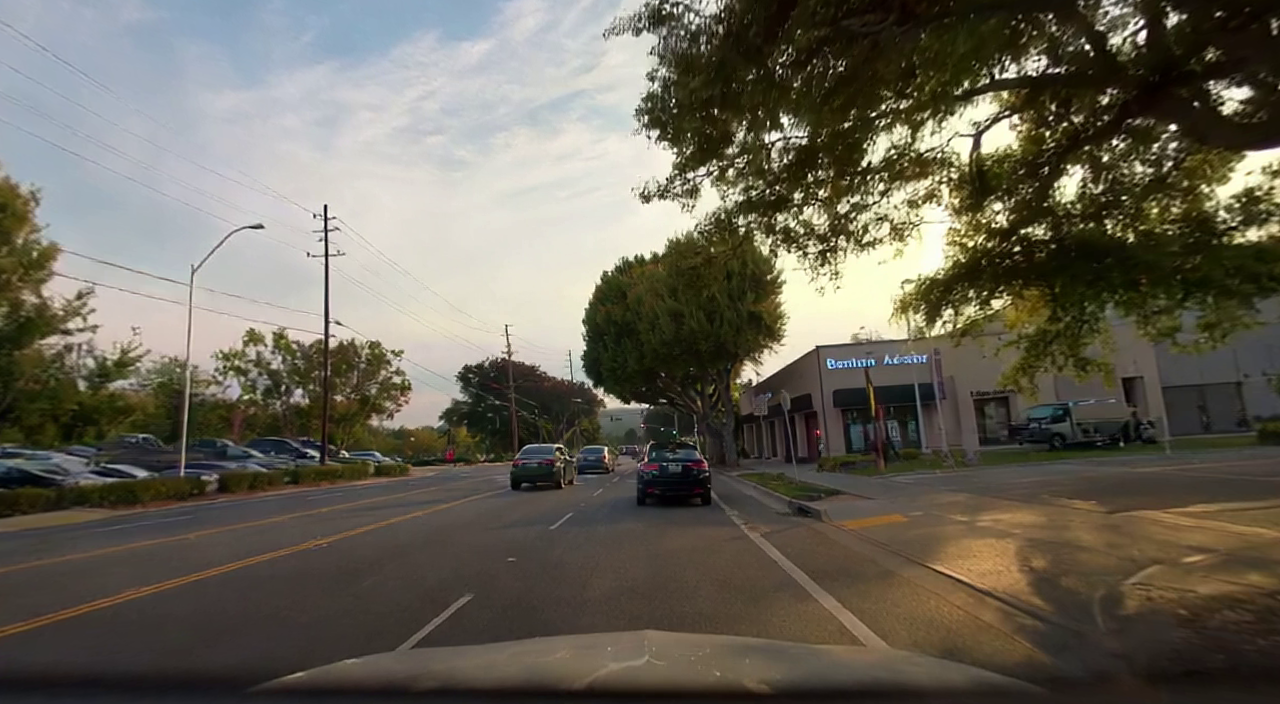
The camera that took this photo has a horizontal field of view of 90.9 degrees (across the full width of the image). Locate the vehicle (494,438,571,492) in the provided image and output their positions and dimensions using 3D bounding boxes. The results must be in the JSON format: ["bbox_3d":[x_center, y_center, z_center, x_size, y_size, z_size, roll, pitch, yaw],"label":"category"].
[{"bbox_3d":[-3.668,3.928,22.254,1.862,1.694,4.315,0,-8,1],"label":"vehicle"}]

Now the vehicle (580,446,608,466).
[{"bbox_3d":[-3.576,8.192,49.682,1.951,1.516,3.684,0,-8,1],"label":"vehicle"}]

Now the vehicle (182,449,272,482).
[{"bbox_3d":[-28.451,7.800,43.479,4.703,2.084,2.143,-1,-8,5],"label":"vehicle"}]

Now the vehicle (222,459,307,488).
[{"bbox_3d":[-22.487,7.275,38.011,1.862,1.468,4.708,-1,-8,6],"label":"vehicle"}]

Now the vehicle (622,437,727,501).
[{"bbox_3d":[0.829,3.290,18.242,2.108,1.612,4.246,2,-8,-10],"label":"vehicle"}]
